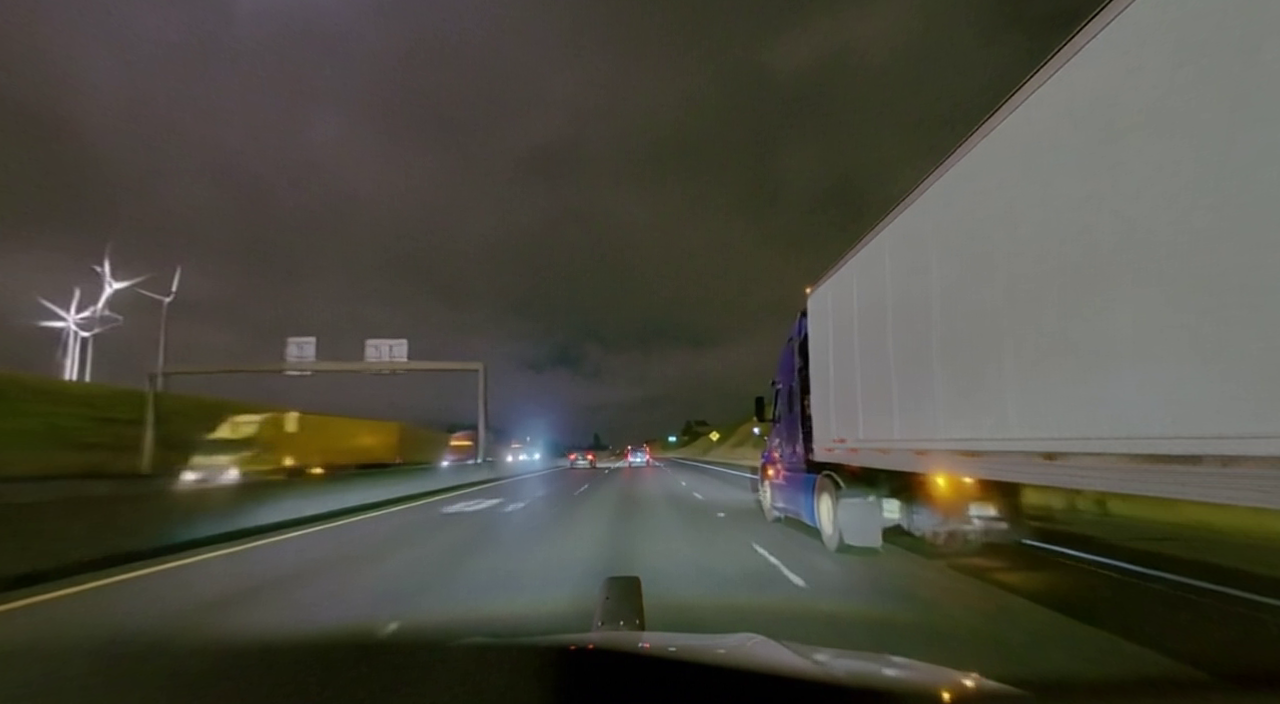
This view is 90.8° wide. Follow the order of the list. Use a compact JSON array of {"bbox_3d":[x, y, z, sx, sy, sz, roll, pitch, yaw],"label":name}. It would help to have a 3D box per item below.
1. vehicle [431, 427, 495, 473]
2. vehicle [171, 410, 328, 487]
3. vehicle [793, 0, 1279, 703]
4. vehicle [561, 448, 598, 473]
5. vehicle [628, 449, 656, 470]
[{"bbox_3d":[-11.852,6.651,42.876,2.445,2.805,6.838,0,-9,-1],"label":"vehicle"},{"bbox_3d":[-19.641,4.962,32.530,2.983,3.448,7.709,0,-9,1],"label":"vehicle"},{"bbox_3d":[3.800,-0.288,2.386,2.947,3.989,13.568,0,-9,0],"label":"vehicle"},{"bbox_3d":[-3.907,7.078,41.385,1.952,1.521,4.095,0,-9,1],"label":"vehicle"},{"bbox_3d":[0.130,7.825,46.285,1.931,1.453,3.695,0,-9,0],"label":"vehicle"}]
